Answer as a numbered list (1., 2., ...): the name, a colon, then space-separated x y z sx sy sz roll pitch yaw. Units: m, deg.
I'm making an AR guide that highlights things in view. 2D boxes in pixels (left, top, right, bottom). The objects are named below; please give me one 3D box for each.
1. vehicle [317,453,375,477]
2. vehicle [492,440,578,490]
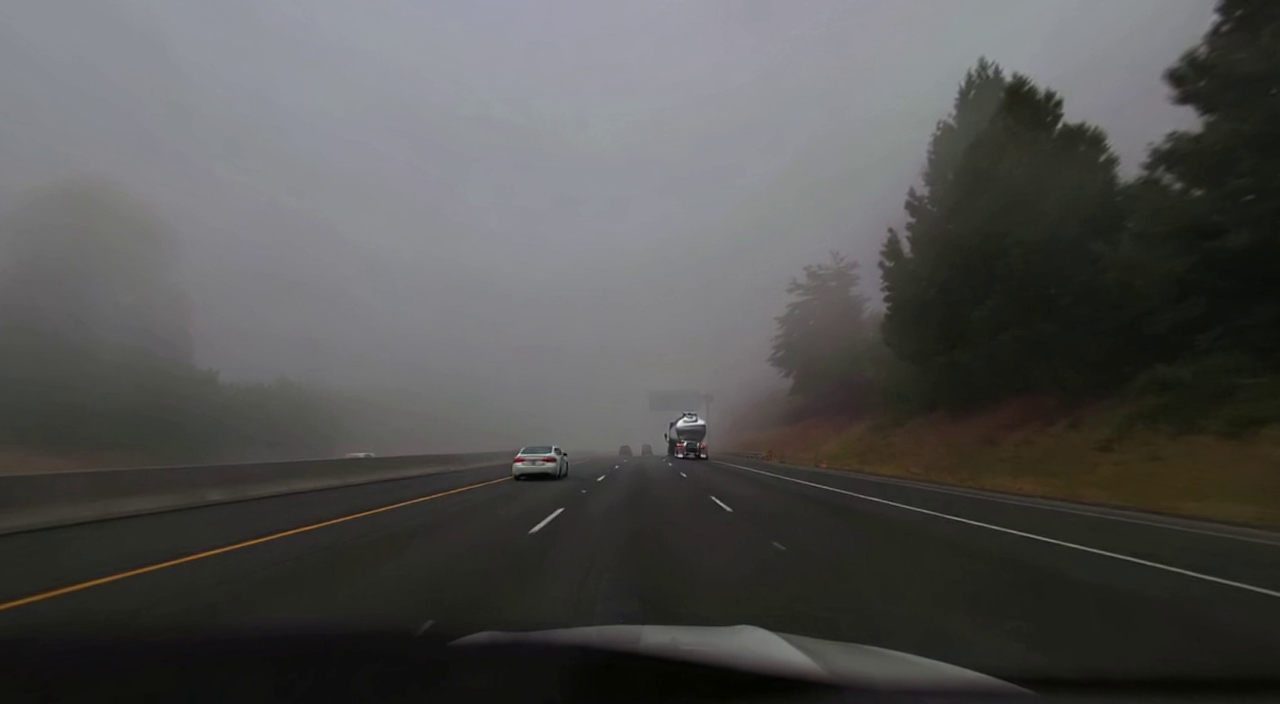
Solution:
1. vehicle: -19.213 7.375 41.394 1.802 1.477 4.140 0 -9 0
2. vehicle: -3.330 3.711 20.985 1.986 1.458 4.506 0 -9 1
